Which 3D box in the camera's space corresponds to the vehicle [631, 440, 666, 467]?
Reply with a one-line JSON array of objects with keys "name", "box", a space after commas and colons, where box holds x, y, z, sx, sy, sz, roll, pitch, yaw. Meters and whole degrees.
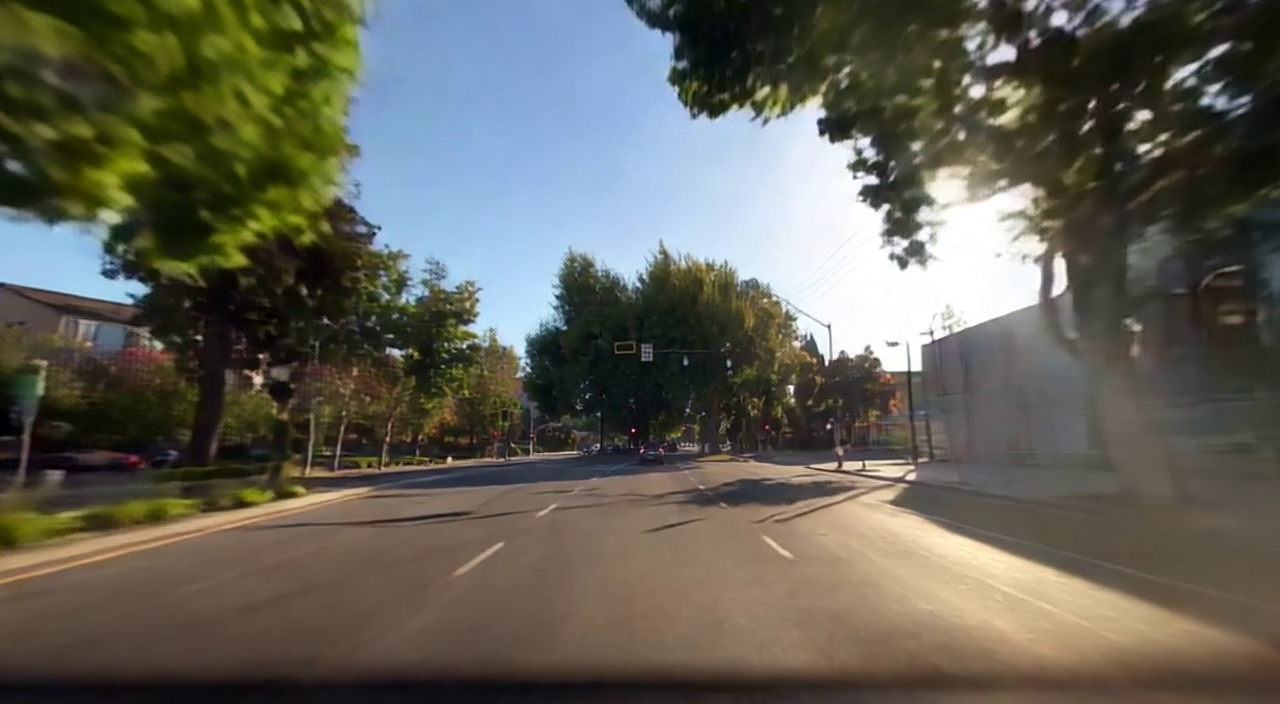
[{"name": "vehicle", "box": [0.563, 6.312, 39.359, 2.037, 1.568, 3.693, 0, -9, 3]}]
